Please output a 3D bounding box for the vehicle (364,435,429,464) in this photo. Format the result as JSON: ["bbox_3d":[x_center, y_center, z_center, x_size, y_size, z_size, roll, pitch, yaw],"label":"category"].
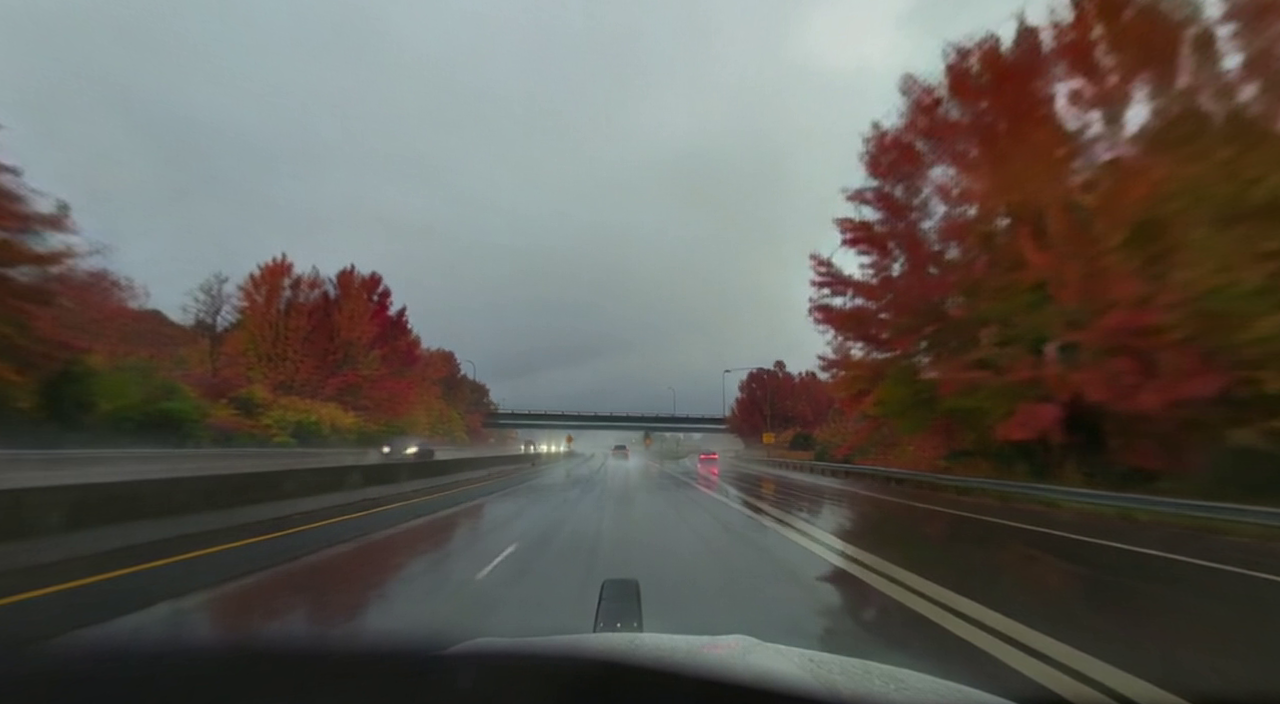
[{"bbox_3d":[-13.646,5.503,35.375,1.907,1.473,4.490,0,-9,-1],"label":"vehicle"}]
